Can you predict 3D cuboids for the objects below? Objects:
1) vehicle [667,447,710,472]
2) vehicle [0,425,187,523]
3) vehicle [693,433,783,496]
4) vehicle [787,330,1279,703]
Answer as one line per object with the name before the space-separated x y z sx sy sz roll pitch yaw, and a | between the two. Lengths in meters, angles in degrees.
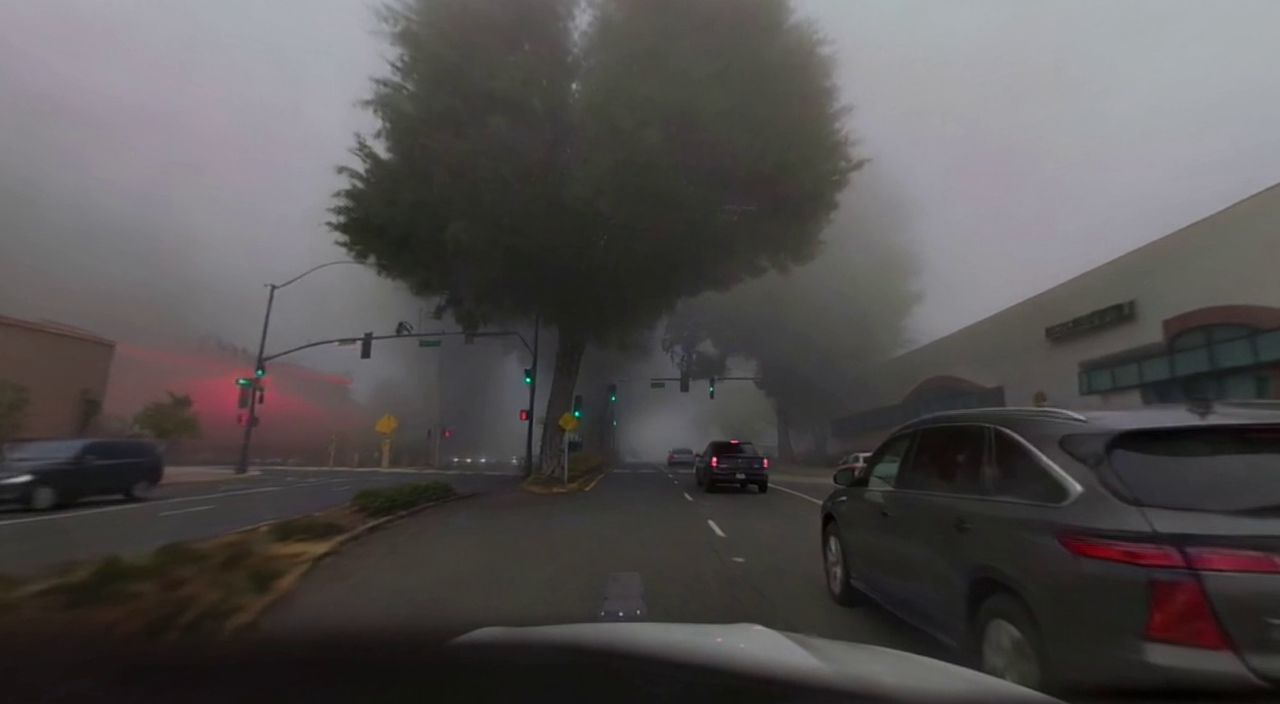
vehicle | 3.012 6.744 39.878 2.282 1.458 4.362 0 -9 -1
vehicle | -13.554 2.738 14.845 2.097 1.912 4.828 1 -8 -1
vehicle | 2.845 3.375 19.213 1.999 1.679 4.217 0 -8 -1
vehicle | 2.688 1.136 4.410 2.183 1.720 4.842 0 -9 0
